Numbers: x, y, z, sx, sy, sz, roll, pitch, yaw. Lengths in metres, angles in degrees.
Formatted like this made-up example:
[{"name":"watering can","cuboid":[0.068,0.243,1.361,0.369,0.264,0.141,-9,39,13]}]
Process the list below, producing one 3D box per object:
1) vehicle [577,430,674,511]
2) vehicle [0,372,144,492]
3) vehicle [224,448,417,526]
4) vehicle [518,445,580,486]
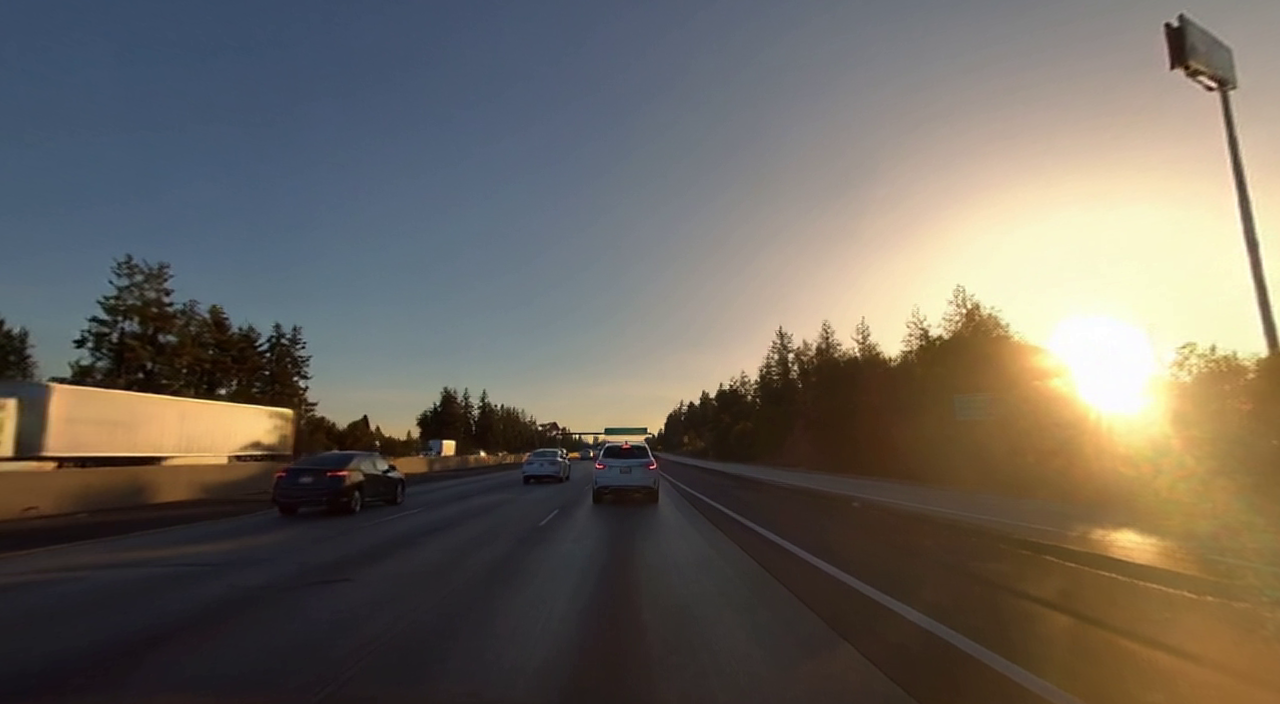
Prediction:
[{"name":"vehicle","cuboid":[-0.327,2.955,16.212,2.127,1.749,4.776,0,-9,0]},{"name":"vehicle","cuboid":[-22.564,2.866,22.187,3.063,3.879,8.695,0,-9,-1]},{"name":"vehicle","cuboid":[-6.932,2.937,14.403,1.892,1.468,4.792,0,-9,0]},{"name":"vehicle","cuboid":[-3.679,4.681,26.321,1.889,1.522,4.465,0,-9,1]}]
